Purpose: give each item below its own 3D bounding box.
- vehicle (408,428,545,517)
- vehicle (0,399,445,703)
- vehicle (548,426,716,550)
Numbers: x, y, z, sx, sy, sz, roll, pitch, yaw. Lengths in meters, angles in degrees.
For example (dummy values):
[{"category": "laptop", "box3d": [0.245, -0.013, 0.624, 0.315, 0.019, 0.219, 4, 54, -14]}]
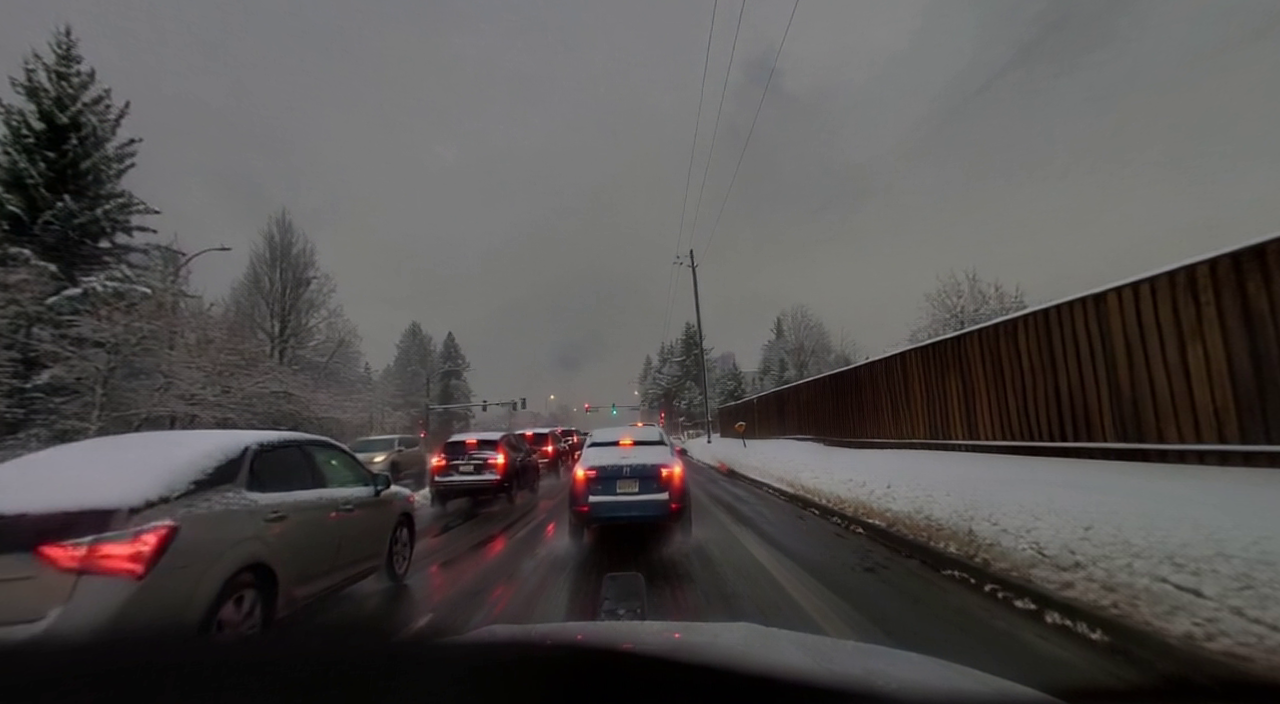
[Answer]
[{"category": "vehicle", "box3d": [-3.228, 2.444, 13.234, 1.850, 1.582, 3.688, 0, -8, 0]}, {"category": "vehicle", "box3d": [-3.157, 1.268, 4.510, 1.980, 1.520, 4.636, 0, -8, 1]}, {"category": "vehicle", "box3d": [-0.130, 1.907, 9.490, 1.995, 1.460, 3.865, 0, -8, -1]}]
